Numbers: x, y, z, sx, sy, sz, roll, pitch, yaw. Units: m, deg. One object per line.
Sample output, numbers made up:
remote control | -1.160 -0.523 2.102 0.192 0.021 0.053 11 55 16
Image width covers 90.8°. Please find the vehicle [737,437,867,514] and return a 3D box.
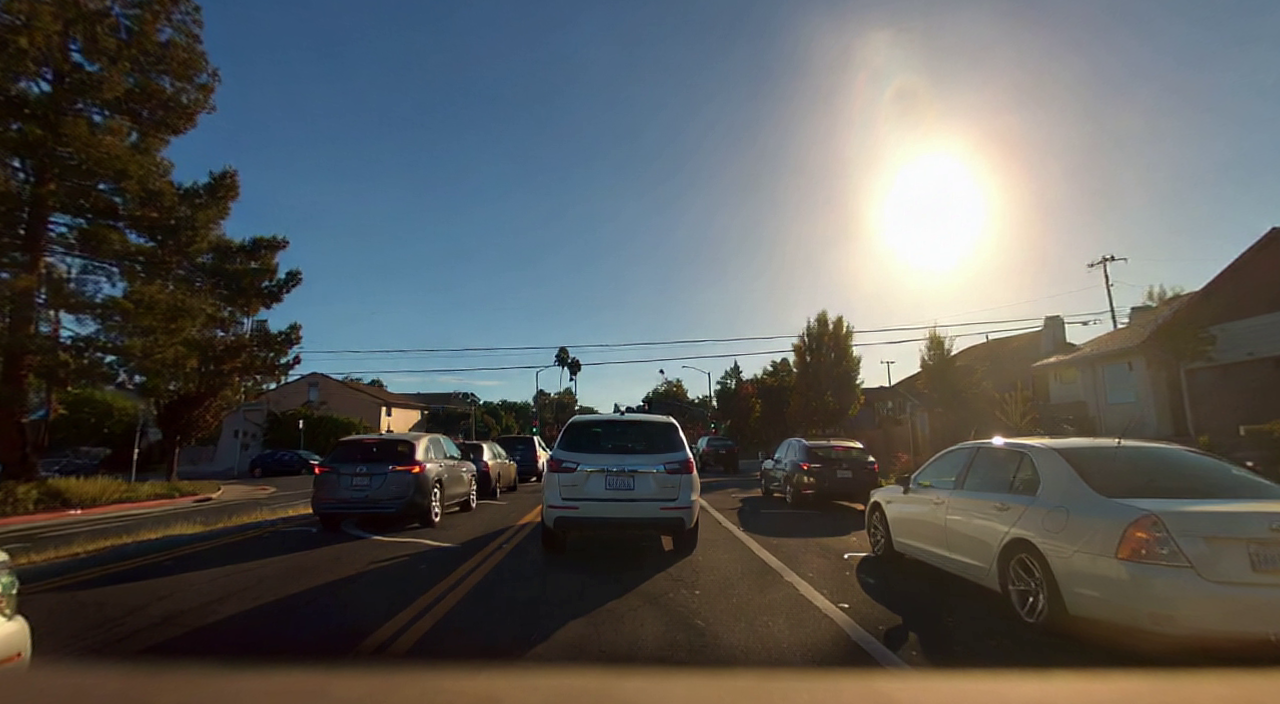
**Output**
vehicle | 3.492 2.715 14.408 1.880 1.476 3.932 0 -8 0

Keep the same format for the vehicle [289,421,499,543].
vehicle | -3.721 2.025 10.522 1.864 1.576 4.324 0 -8 -2

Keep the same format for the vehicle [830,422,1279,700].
vehicle | 3.472 1.465 5.778 1.977 1.480 4.589 0 -8 -1

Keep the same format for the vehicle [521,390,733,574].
vehicle | -0.216 1.635 8.675 2.164 1.867 4.254 0 -8 -2
